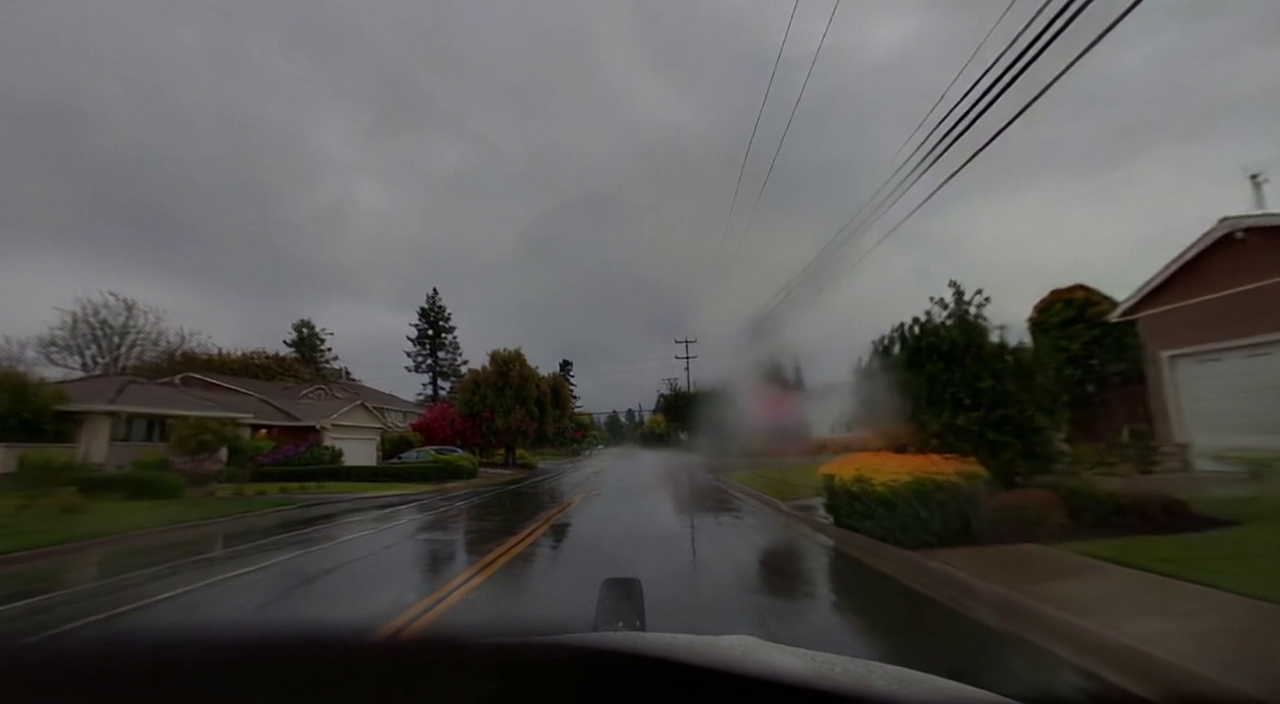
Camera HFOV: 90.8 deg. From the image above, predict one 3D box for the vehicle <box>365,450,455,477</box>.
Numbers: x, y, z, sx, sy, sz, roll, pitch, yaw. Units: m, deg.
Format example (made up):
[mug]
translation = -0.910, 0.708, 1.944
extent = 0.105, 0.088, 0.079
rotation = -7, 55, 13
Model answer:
[vehicle]
translation = -13.743, 6.655, 37.952
extent = 4.554, 1.535, 2.261
rotation = 0, -9, -2
